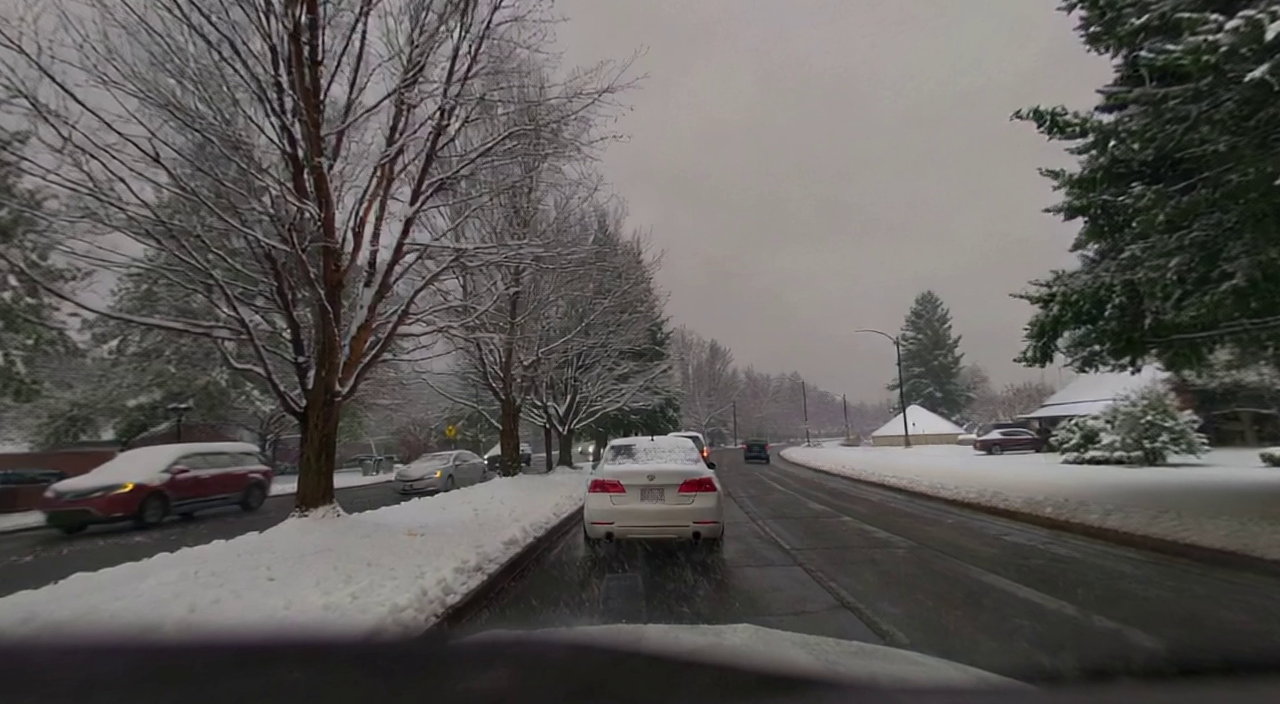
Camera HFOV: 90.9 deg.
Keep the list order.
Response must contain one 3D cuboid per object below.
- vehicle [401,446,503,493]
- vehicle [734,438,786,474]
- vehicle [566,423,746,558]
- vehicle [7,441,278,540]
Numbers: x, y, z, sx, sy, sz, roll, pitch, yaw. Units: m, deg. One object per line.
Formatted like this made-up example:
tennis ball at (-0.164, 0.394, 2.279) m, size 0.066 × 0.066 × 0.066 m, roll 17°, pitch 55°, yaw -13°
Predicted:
vehicle at (-6.466, 4.071, 22.291) m, size 1.929 × 1.463 × 4.405 m, roll -1°, pitch -8°, yaw 5°
vehicle at (5.409, 4.728, 28.928) m, size 1.984 × 1.507 × 4.359 m, roll -1°, pitch -8°, yaw 6°
vehicle at (0.213, 1.953, 9.611) m, size 2.154 × 1.585 × 3.997 m, roll -1°, pitch -8°, yaw 1°
vehicle at (-10.549, 2.902, 14.008) m, size 2.124 × 1.793 × 4.574 m, roll -1°, pitch -8°, yaw 3°
